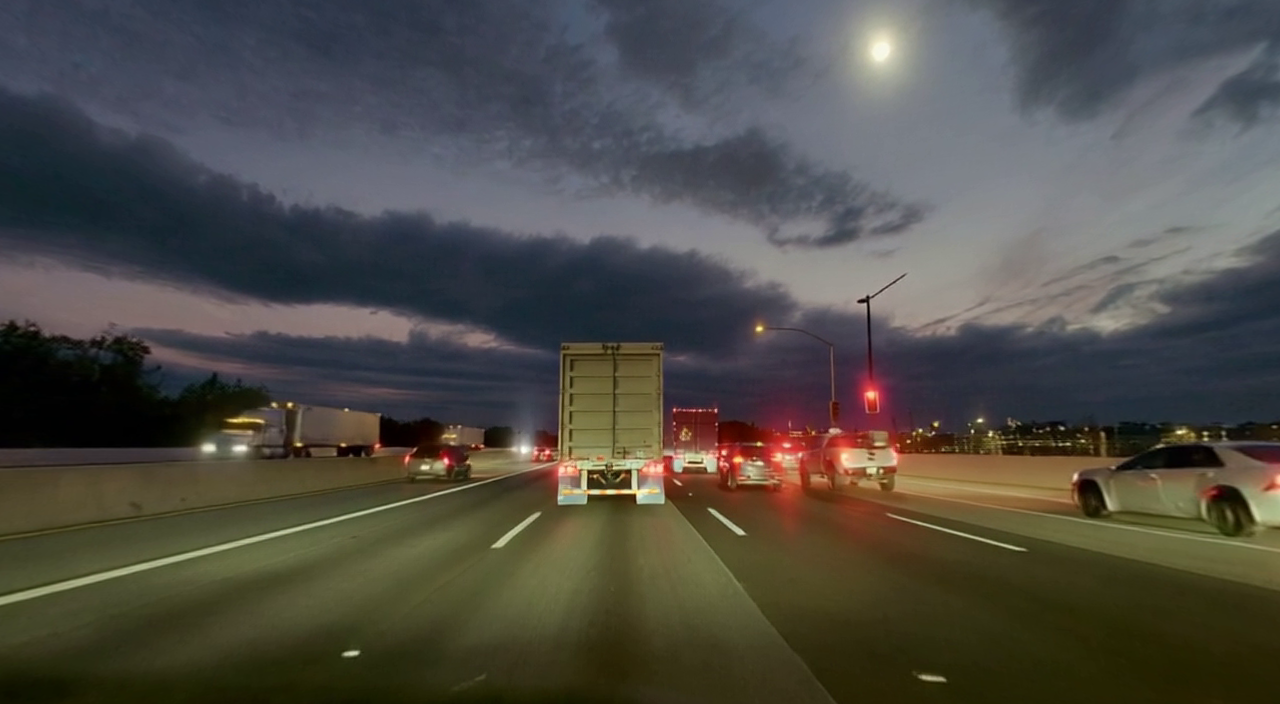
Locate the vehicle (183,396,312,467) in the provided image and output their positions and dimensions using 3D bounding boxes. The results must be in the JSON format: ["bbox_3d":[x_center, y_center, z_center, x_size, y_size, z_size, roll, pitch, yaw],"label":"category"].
[{"bbox_3d":[-25.728,5.376,42.108,3.146,4.246,8.205,0,-9,0],"label":"vehicle"}]

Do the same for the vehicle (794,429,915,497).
[{"bbox_3d":[6.682,3.515,20.324,2.070,1.888,4.546,0,-9,-2],"label":"vehicle"}]

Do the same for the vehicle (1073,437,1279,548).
[{"bbox_3d":[9.565,2.085,9.802,2.002,1.472,4.950,0,-9,-3],"label":"vehicle"}]

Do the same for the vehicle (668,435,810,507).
[{"bbox_3d":[3.021,4.360,24.586,2.869,1.940,14.755,0,-9,-1],"label":"vehicle"}]

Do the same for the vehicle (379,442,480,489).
[{"bbox_3d":[-7.231,3.936,22.290,1.973,1.471,4.779,0,-9,0],"label":"vehicle"}]

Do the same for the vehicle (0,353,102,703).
[{"bbox_3d":[-3.338,0.579,0.641,1.946,1.641,4.105,0,-9,-1],"label":"vehicle"}]

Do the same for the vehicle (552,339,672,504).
[{"bbox_3d":[-0.735,2.482,20.946,2.906,4.040,10.743,0,-9,-1],"label":"vehicle"}]
